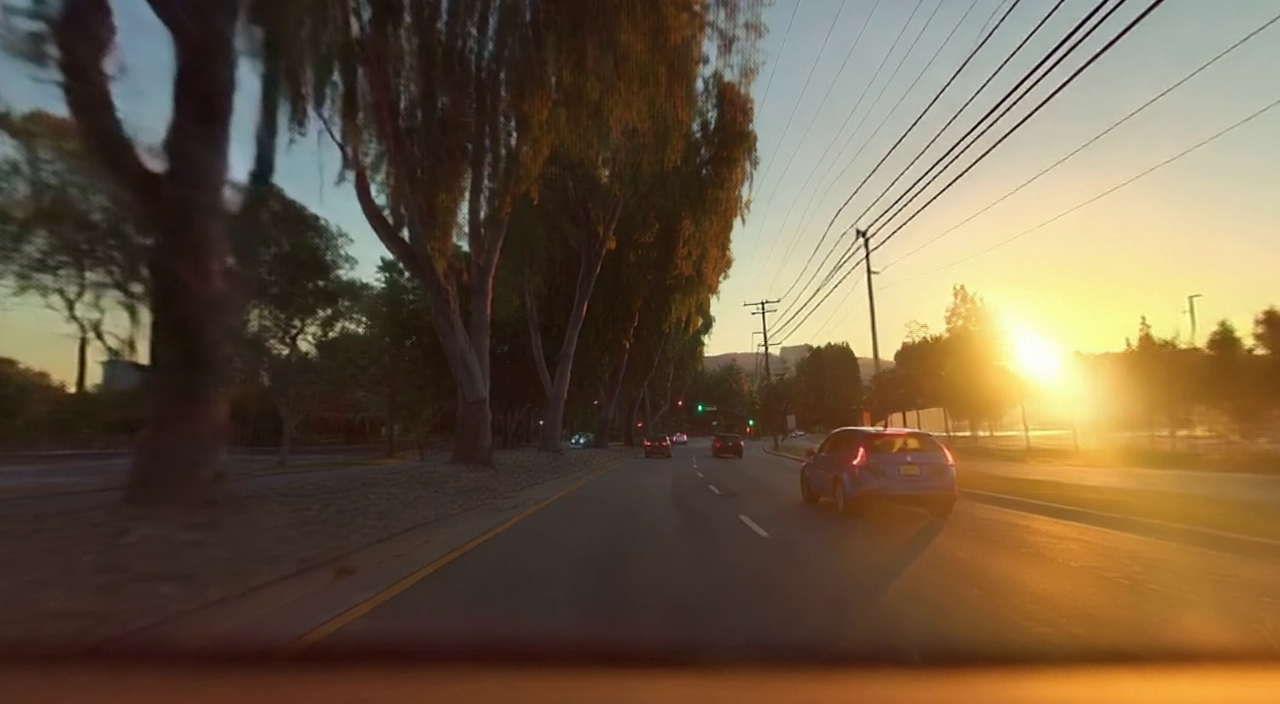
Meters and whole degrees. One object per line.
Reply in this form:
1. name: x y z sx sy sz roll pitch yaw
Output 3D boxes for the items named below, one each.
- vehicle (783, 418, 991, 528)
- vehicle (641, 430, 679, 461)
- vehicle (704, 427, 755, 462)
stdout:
1. vehicle: 3.939 1.999 11.022 1.881 1.512 4.294 -1 -8 0
2. vehicle: 1.227 5.624 38.104 2.163 1.746 4.073 -1 -8 3
3. vehicle: 5.082 5.325 36.532 2.254 1.840 4.918 -1 -8 1
